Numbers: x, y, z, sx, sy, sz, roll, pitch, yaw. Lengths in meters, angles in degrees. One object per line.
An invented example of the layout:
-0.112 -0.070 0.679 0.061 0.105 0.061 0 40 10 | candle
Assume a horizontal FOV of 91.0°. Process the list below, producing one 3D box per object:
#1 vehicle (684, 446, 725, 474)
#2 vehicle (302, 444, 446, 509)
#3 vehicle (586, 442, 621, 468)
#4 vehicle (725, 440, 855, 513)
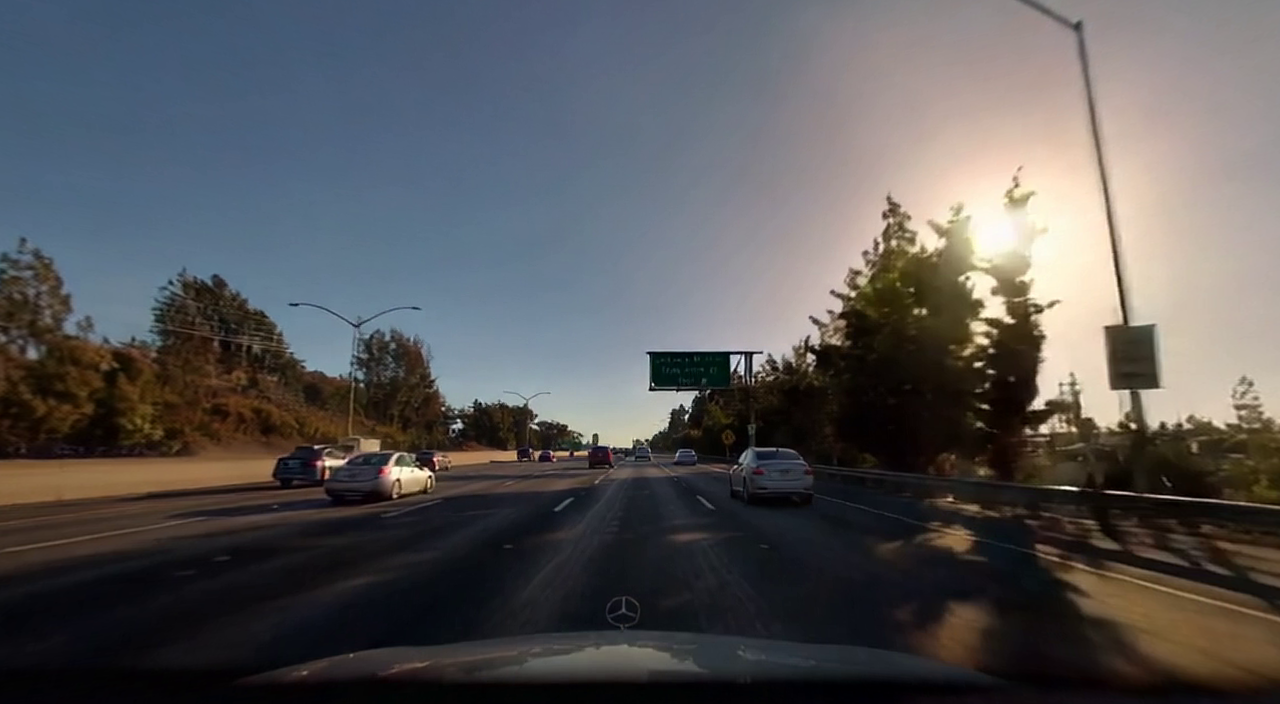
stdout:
3.752 6.319 37.122 1.929 1.485 4.482 0 -9 0 | vehicle
-7.118 3.353 17.488 1.977 1.529 4.616 0 -9 0 | vehicle
-2.788 8.048 49.344 2.449 1.929 5.503 0 -9 0 | vehicle
3.508 2.997 15.737 2.126 1.529 4.438 0 -9 0 | vehicle
